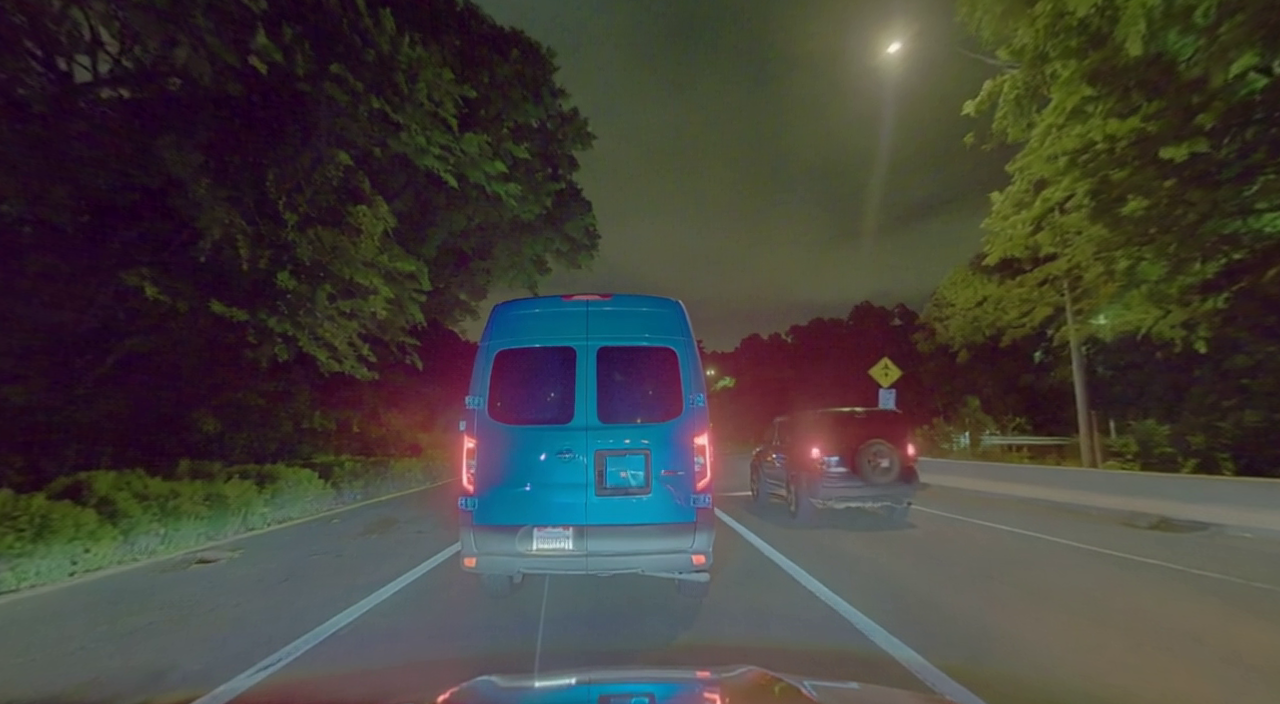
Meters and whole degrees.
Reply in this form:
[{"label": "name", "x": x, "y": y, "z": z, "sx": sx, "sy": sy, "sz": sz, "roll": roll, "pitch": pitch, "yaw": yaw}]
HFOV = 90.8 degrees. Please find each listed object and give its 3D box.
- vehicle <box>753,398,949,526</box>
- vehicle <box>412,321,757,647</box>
[{"label": "vehicle", "x": 3.477, "y": 1.923, "z": 11.372, "sx": 1.988, "sy": 1.873, "sz": 3.968, "roll": 0, "pitch": -9, "yaw": -2}, {"label": "vehicle", "x": -0.307, "y": 1.130, "z": 6.195, "sx": 2.145, "sy": 2.046, "sz": 4.309, "roll": 0, "pitch": -9, "yaw": 1}]
